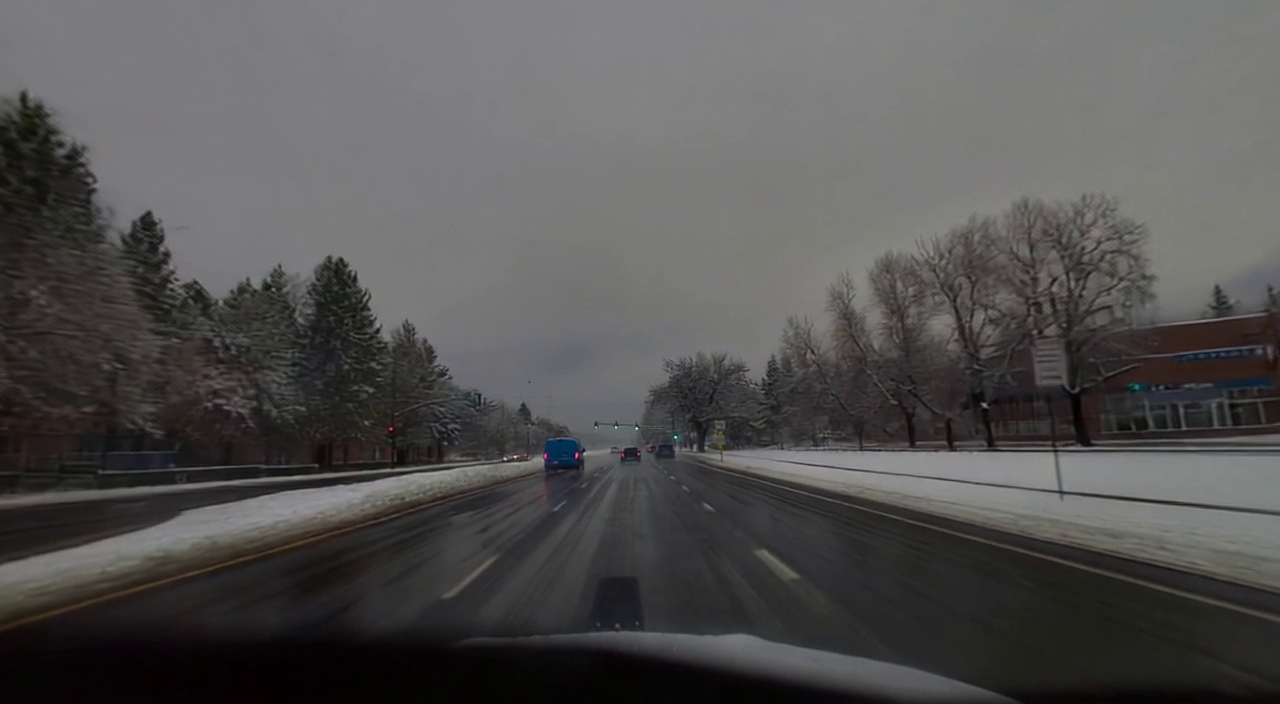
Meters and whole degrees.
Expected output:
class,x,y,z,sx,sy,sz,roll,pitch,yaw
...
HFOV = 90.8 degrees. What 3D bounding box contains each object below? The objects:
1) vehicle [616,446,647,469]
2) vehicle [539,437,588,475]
class,x,y,z,sx,sy,sz,roll,pitch,yaw
vehicle,-0.610,7.183,43.089,2.039,1.455,3.826,0,-9,-1
vehicle,-4.074,5.622,34.356,2.075,1.863,4.744,0,-9,0
